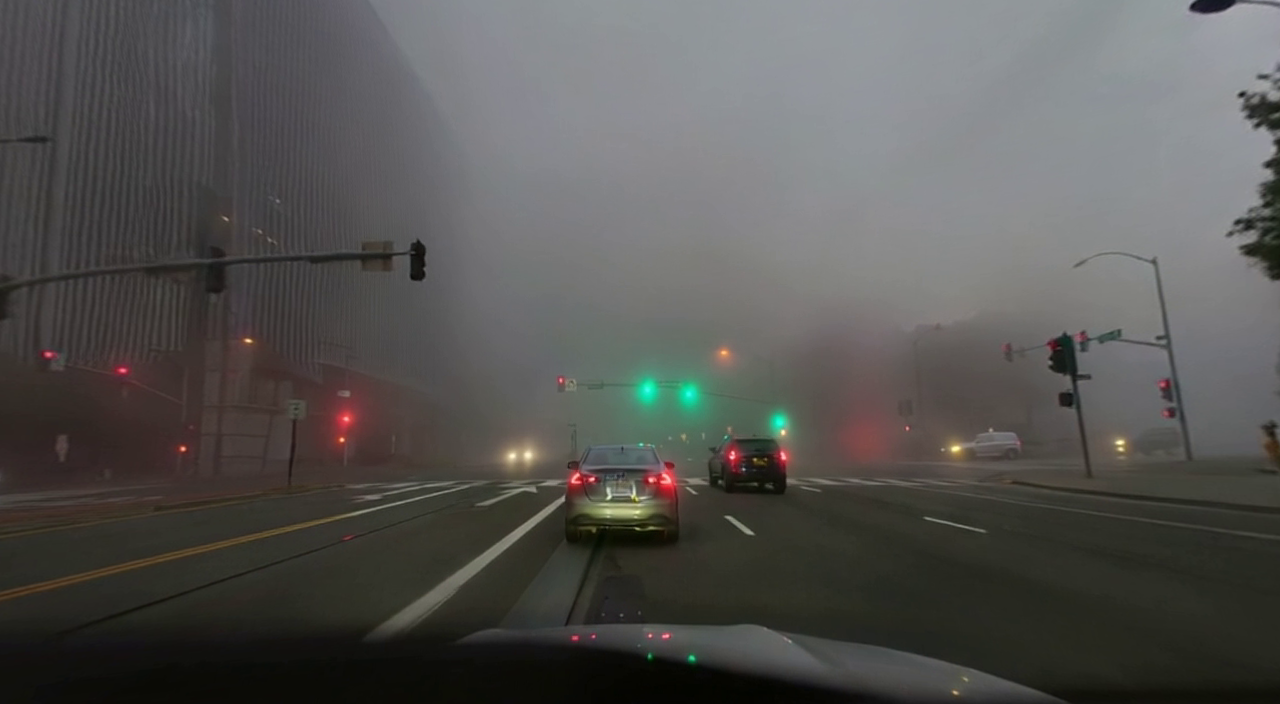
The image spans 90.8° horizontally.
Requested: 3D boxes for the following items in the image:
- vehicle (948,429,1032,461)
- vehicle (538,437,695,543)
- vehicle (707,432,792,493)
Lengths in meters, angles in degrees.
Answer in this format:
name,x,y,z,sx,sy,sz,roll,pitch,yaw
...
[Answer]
name,x,y,z,sx,sy,sz,roll,pitch,yaw
vehicle,24.249,6.520,43.934,4.384,2.000,2.345,1,-12,-4
vehicle,-0.355,2.167,10.684,2.144,1.398,3.963,1,-7,-1
vehicle,3.512,3.609,21.094,2.078,1.799,4.089,1,-7,-1
